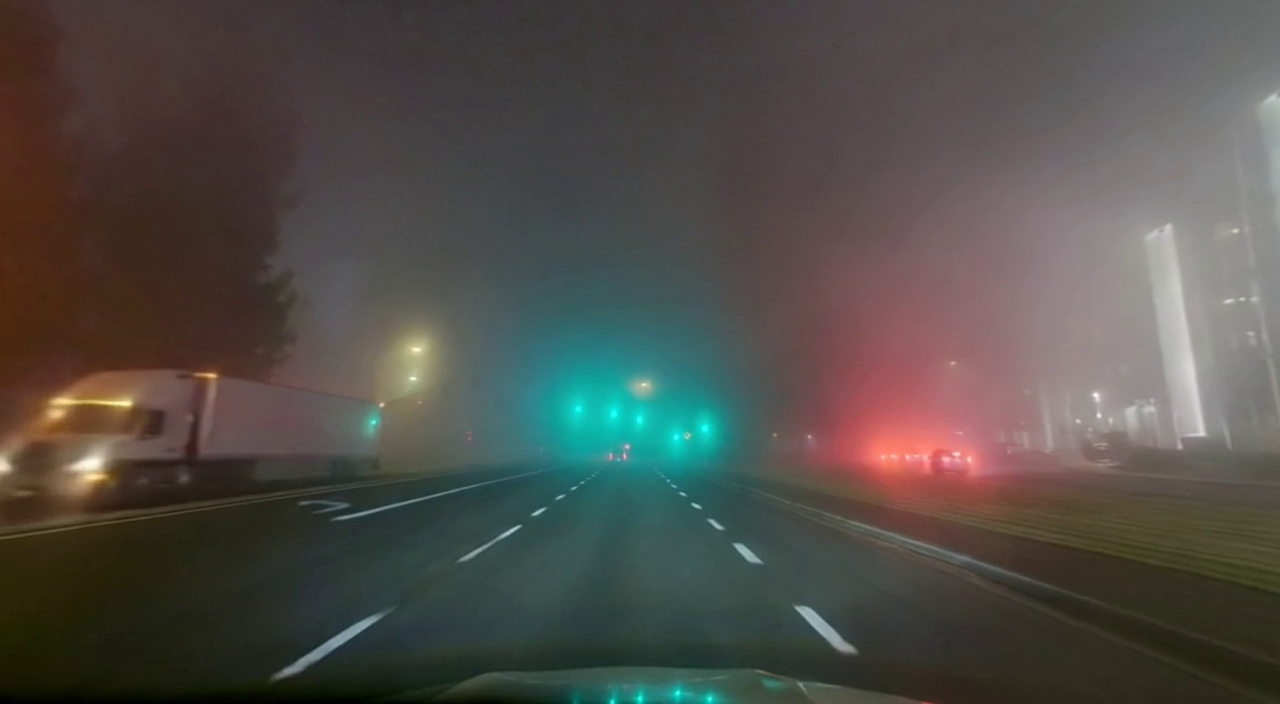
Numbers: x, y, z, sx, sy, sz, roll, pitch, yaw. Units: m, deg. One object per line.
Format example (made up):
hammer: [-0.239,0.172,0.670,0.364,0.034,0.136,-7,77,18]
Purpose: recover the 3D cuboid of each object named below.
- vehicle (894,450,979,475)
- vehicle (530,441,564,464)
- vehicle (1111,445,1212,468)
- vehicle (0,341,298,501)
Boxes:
vehicle: [18.316,6.860,39.251,4.455,1.475,1.971,-2,-9,14]
vehicle: [-7.075,7.721,48.522,1.946,1.680,4.203,0,-9,0]
vehicle: [34.230,6.851,41.597,4.593,1.460,1.926,-3,-9,16]
vehicle: [-15.165,2.367,20.254,3.193,3.952,9.170,0,-9,0]
